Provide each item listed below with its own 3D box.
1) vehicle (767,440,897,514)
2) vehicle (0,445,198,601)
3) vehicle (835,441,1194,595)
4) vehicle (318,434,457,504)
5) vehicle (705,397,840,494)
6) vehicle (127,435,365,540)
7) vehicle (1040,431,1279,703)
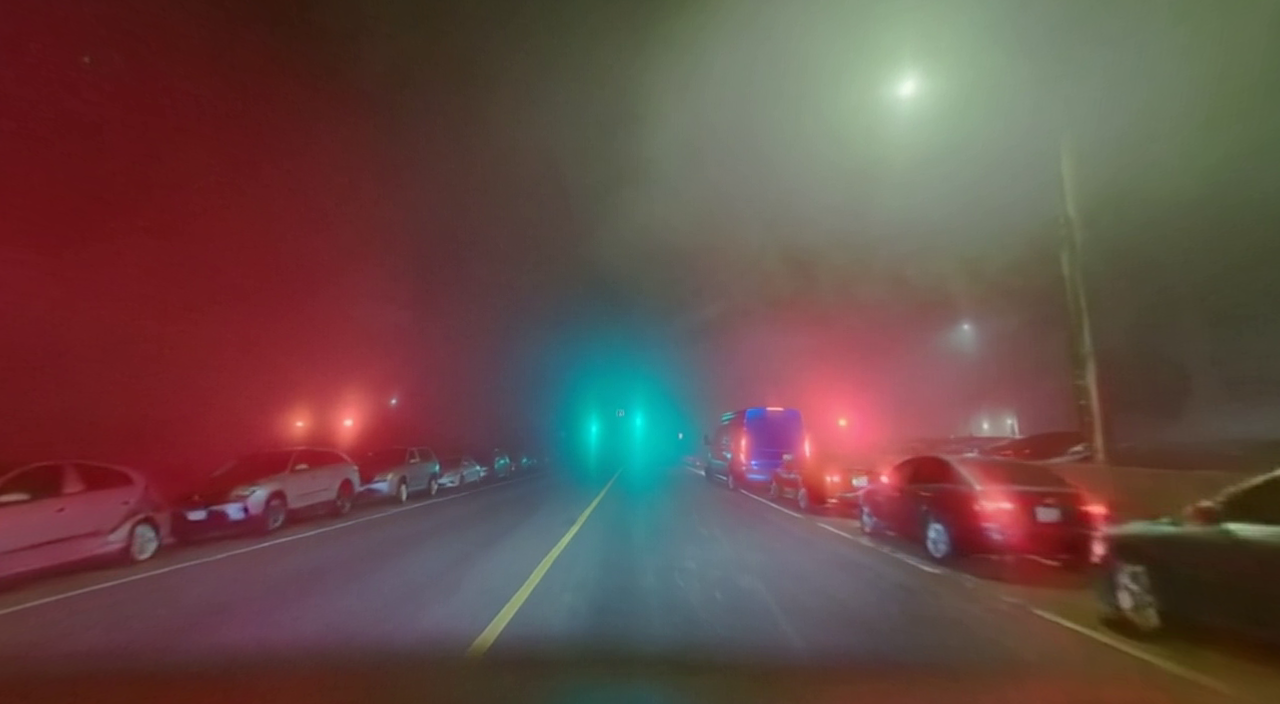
[{"bbox_3d":[4.346,2.852,14.983,1.764,1.494,4.248,0,-8,0],"label":"vehicle"},{"bbox_3d":[-7.044,1.782,6.745,1.775,1.433,4.011,-2,-7,-1],"label":"vehicle"},{"bbox_3d":[4.331,1.935,8.491,1.762,1.444,4.906,0,-8,-1],"label":"vehicle"},{"bbox_3d":[-7.140,3.334,18.505,1.984,1.745,4.866,0,-8,1],"label":"vehicle"},{"bbox_3d":[4.299,3.270,22.219,3.089,2.882,6.770,0,-8,-2],"label":"vehicle"},{"bbox_3d":[-7.159,2.432,12.103,1.874,1.607,4.174,-1,-8,0],"label":"vehicle"},{"bbox_3d":[4.303,1.110,3.045,1.804,1.453,4.462,0,-8,0],"label":"vehicle"}]
